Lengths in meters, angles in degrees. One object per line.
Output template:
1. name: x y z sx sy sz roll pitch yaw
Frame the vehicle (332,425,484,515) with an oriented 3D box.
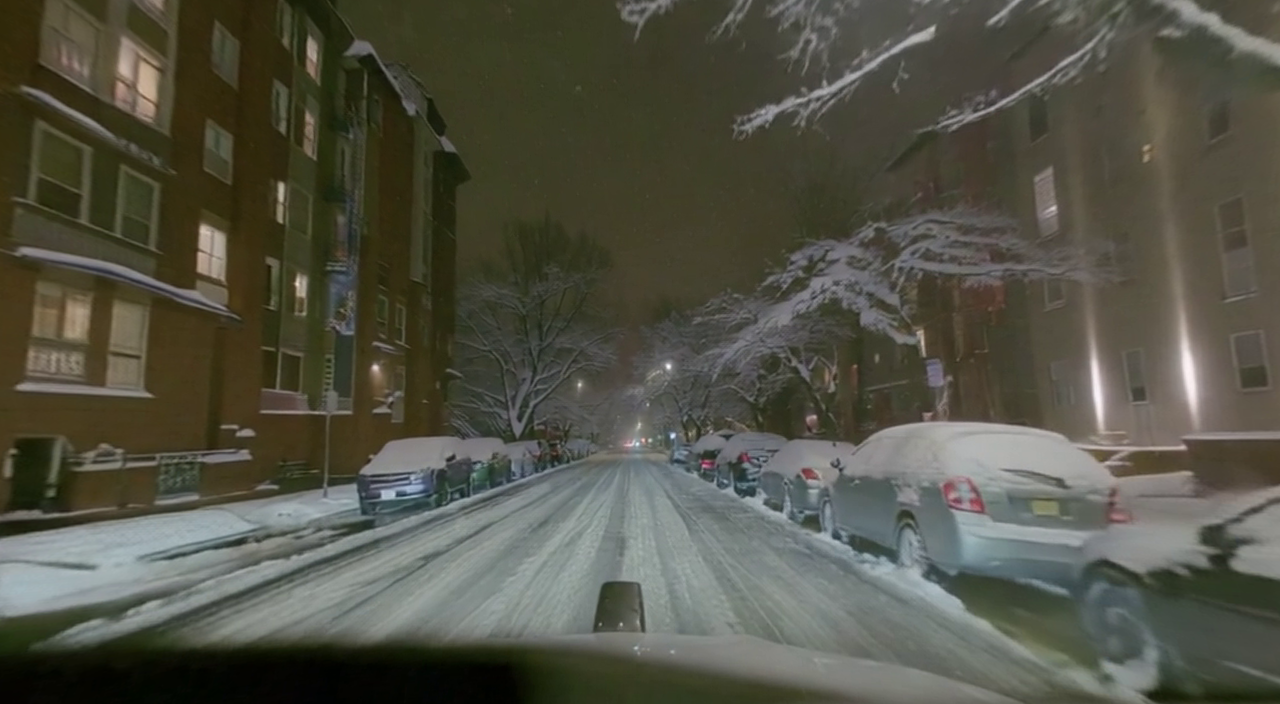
1. vehicle: -5.462 2.837 15.692 2.069 1.881 4.697 0 -9 -2

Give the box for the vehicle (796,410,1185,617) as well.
1. vehicle: 3.438 1.658 7.496 1.964 1.646 4.543 1 -9 -1

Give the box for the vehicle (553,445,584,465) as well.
1. vehicle: -5.618 8.120 49.988 2.049 1.496 4.598 -1 -8 -2

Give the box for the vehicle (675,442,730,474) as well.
1. vehicle: 3.150 5.446 32.680 2.007 1.545 4.562 1 -9 -5

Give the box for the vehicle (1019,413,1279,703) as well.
1. vehicle: 3.609 0.917 2.022 1.886 1.493 4.646 0 -9 0
